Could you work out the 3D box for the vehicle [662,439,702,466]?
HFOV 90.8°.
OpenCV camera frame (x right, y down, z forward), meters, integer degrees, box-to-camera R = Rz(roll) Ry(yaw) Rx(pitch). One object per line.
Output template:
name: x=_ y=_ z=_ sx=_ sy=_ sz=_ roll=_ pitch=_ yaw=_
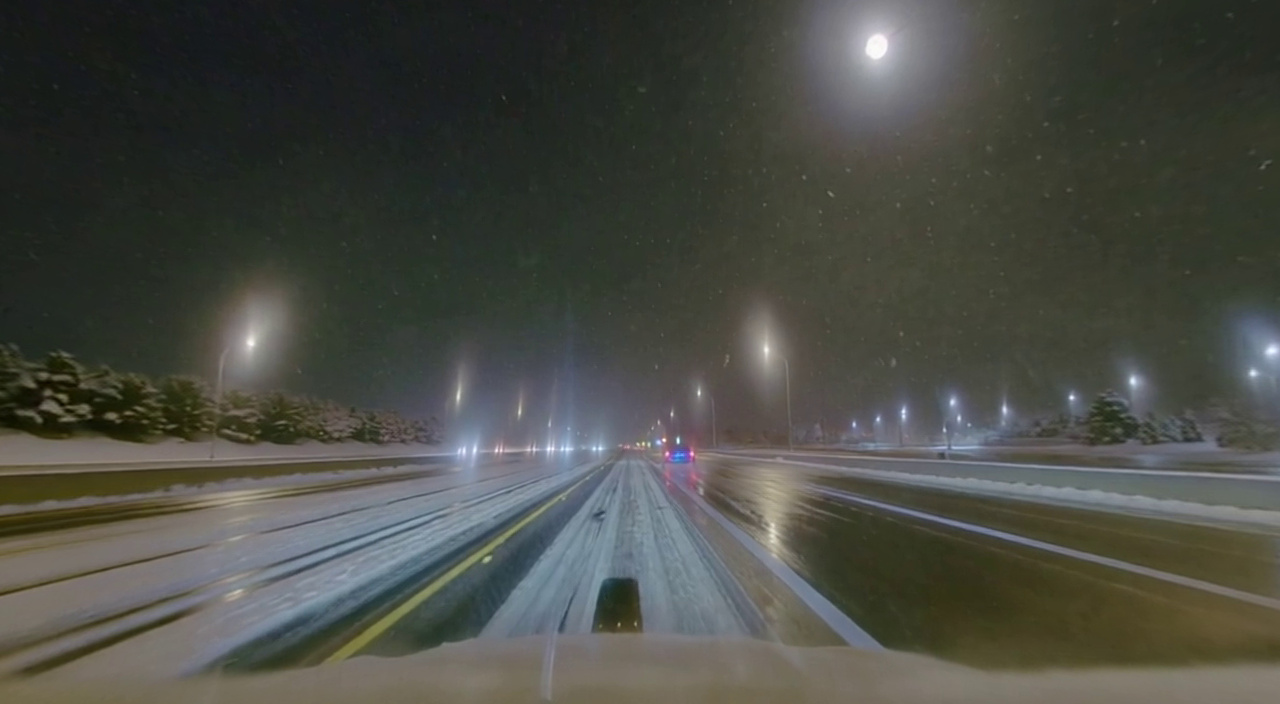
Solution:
vehicle: x=2.707 y=6.546 z=41.283 sx=2.270 sy=1.615 sz=3.770 roll=0 pitch=-8 yaw=-1
